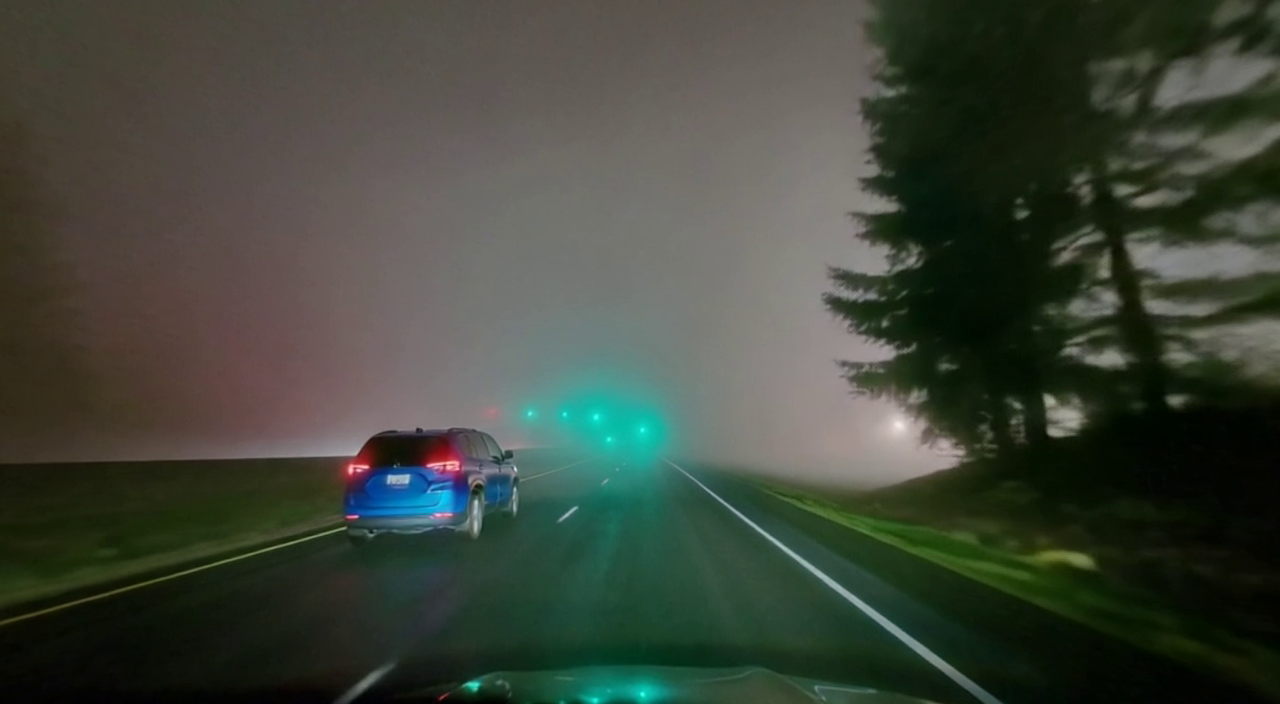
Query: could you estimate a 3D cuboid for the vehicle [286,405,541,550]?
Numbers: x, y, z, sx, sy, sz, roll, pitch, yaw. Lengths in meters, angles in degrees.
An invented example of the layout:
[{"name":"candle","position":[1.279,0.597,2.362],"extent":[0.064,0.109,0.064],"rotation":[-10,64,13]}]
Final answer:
[{"name":"vehicle","position":[-3.342,1.987,10.732],"extent":[2.336,1.857,4.986],"rotation":[0,-8,2]}]
